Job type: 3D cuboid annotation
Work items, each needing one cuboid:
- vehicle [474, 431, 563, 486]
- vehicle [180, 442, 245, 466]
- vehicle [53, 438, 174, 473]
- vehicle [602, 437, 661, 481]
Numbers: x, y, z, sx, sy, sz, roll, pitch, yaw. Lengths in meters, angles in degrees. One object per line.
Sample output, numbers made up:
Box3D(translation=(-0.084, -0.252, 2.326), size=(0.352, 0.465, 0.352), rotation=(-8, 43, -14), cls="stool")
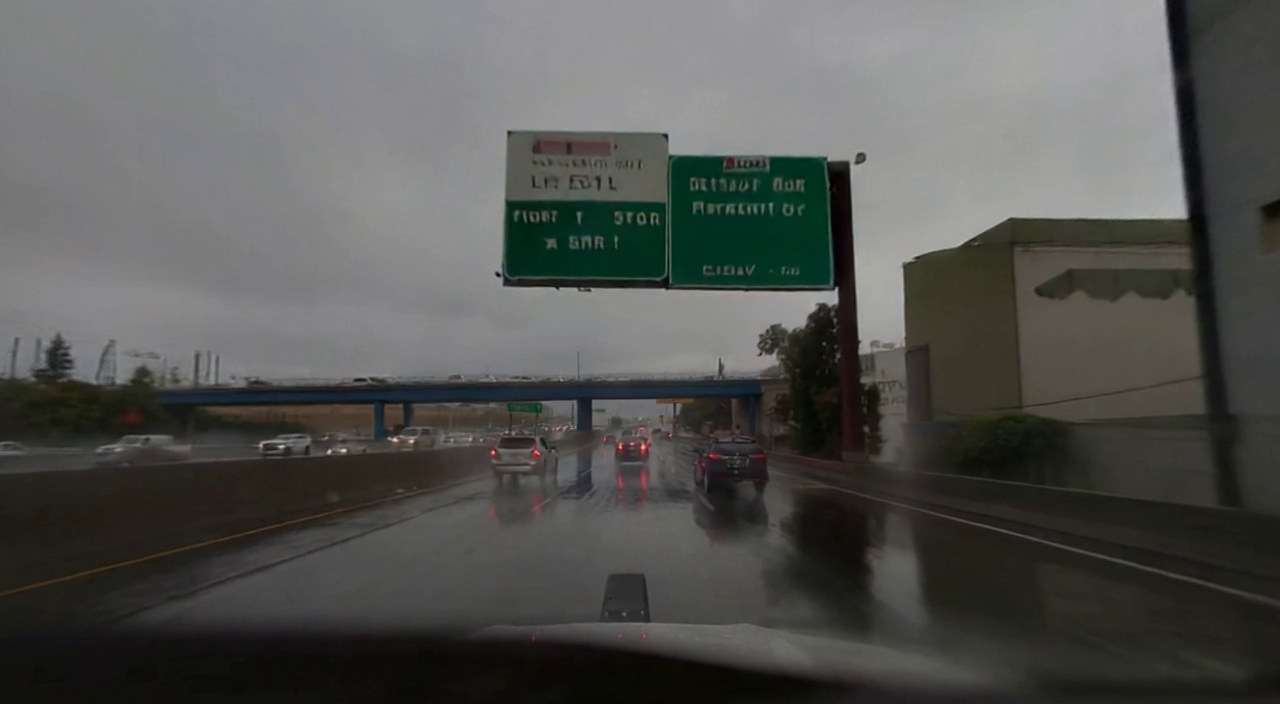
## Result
Box3D(translation=(-3.855, 3.463, 20.838), size=(2.064, 1.589, 4.213), rotation=(0, -8, 1), cls="vehicle")
Box3D(translation=(-31.836, 7.608, 47.123), size=(2.033, 1.678, 4.024), rotation=(0, -8, 0), cls="vehicle")
Box3D(translation=(-35.778, 7.034, 43.219), size=(2.380, 2.226, 6.610), rotation=(-1, -8, 3), cls="vehicle")
Box3D(translation=(-0.284, 3.676, 22.017), size=(1.877, 1.386, 3.872), rotation=(0, -8, 0), cls="vehicle")
